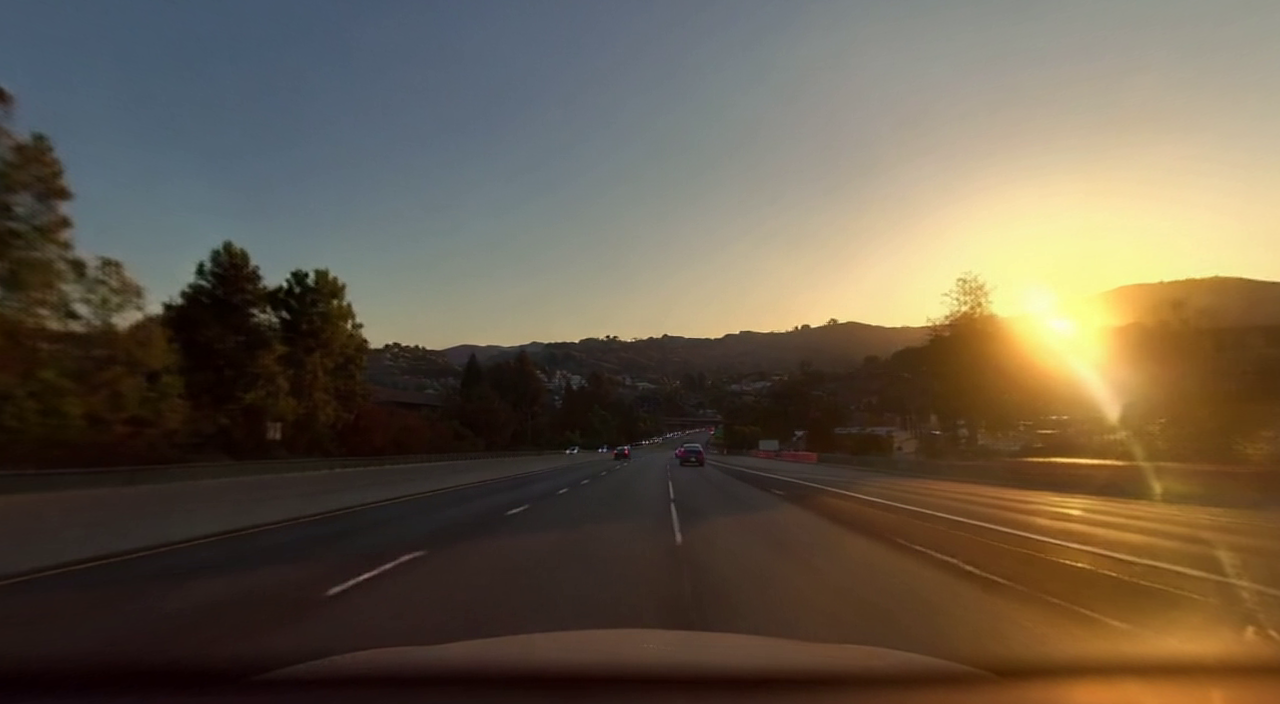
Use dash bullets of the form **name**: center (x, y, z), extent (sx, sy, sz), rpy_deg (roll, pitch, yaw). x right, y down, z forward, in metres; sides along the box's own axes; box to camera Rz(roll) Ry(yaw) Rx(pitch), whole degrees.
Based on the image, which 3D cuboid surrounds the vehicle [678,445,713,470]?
- **vehicle**: center (3.682, 7.101, 42.514), extent (1.974, 1.557, 4.479), rpy_deg (0, -9, 0)
